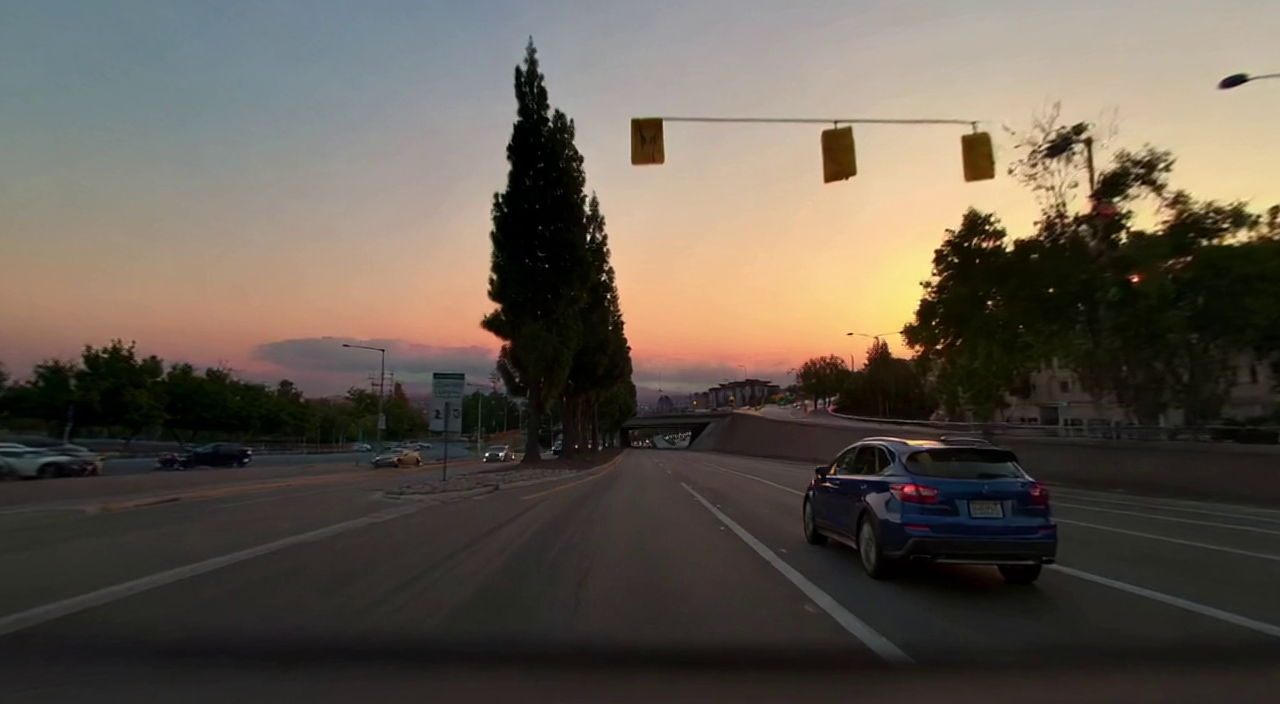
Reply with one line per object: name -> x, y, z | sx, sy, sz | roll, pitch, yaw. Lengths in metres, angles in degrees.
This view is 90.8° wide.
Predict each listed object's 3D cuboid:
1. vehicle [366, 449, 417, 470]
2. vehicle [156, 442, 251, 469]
vehicle -> -19.050, 8.232, 48.661 | 2.001, 1.468, 4.746 | 0, -9, 0
vehicle -> -30.650, 7.290, 44.518 | 1.915, 1.768, 5.060 | -5, -10, 30
